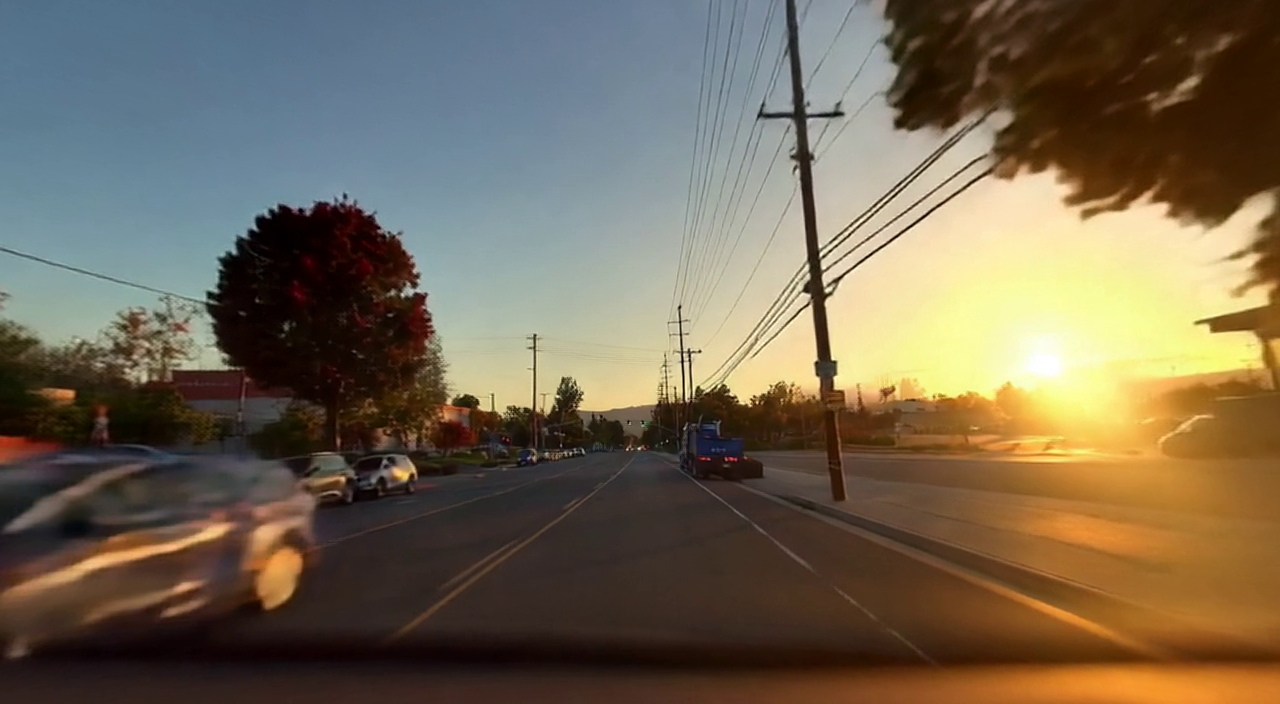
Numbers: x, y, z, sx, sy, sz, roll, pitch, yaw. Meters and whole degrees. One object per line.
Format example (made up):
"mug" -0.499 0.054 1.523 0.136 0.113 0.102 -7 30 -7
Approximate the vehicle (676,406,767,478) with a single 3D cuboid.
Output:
"vehicle" 3.809 4.649 32.291 3.168 3.106 9.350 0 -9 -2

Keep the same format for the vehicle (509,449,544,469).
"vehicle" -8.582 8.145 48.240 1.939 1.480 4.632 0 -9 -2

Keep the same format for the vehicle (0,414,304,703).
"vehicle" -3.992 1.138 3.441 2.042 1.530 3.980 0 -9 1
